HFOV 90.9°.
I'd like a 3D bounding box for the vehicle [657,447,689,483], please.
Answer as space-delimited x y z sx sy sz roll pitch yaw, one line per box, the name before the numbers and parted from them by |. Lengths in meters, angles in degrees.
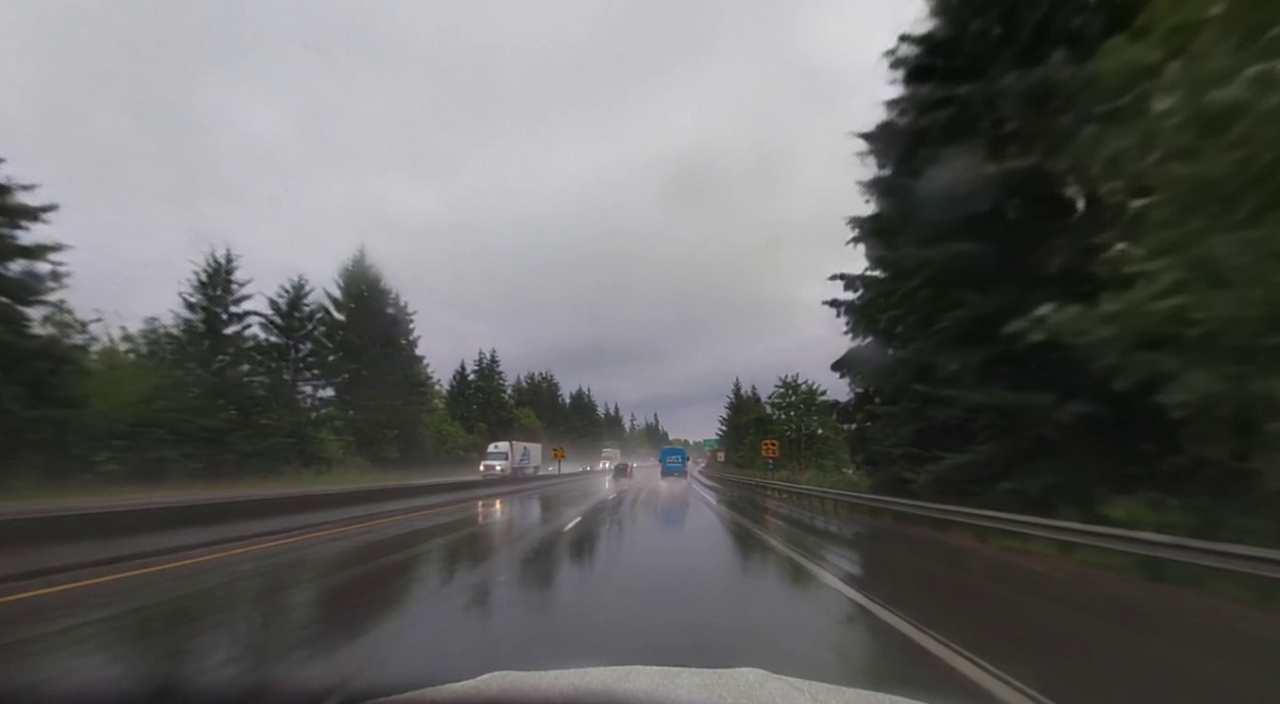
vehicle | 2.603 8.954 49.633 2.366 2.595 5.793 0 -11 2
